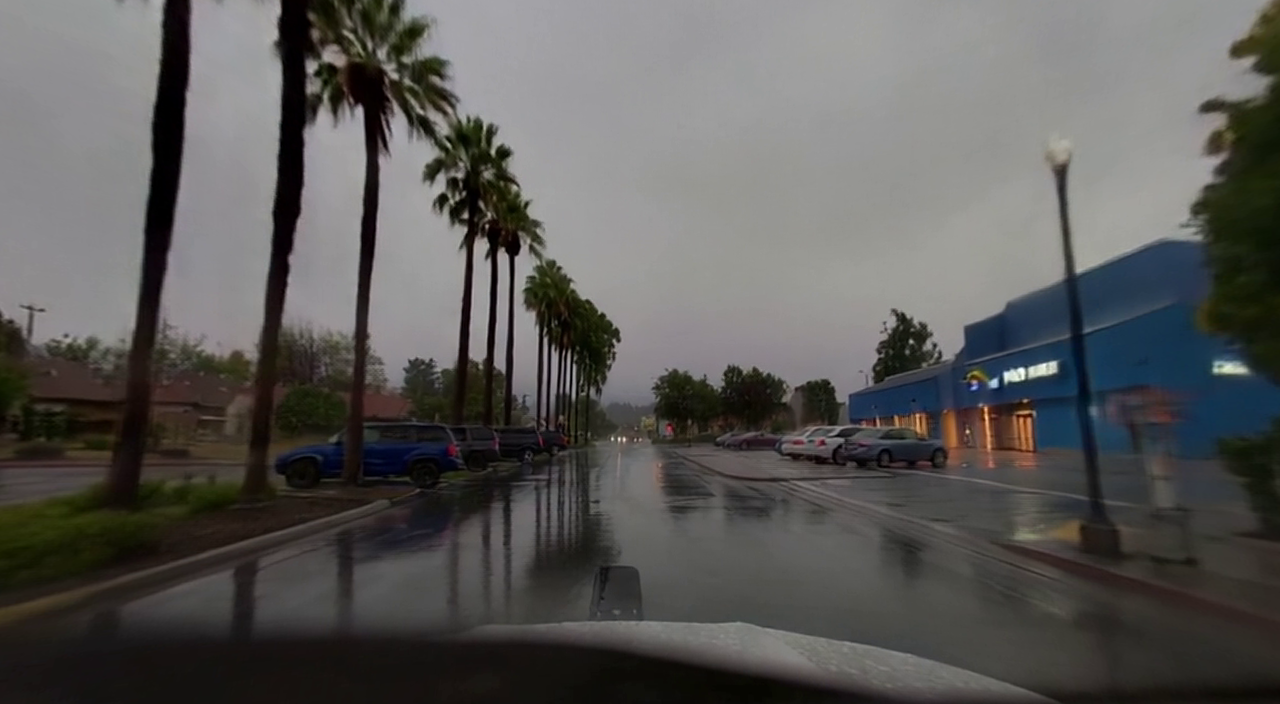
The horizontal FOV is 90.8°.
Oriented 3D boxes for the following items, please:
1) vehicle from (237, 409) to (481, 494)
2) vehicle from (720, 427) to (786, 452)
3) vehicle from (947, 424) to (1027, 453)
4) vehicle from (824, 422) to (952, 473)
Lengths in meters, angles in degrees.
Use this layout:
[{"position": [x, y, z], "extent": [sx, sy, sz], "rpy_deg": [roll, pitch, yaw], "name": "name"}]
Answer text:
[{"position": [-6.940, 2.482, 15.912], "extent": [5.210, 1.834, 2.281], "rpy_deg": [5, -10, -30], "name": "vehicle"}, {"position": [8.806, 6.868, 49.257], "extent": [4.758, 1.759, 2.068], "rpy_deg": [6, -11, -28], "name": "vehicle"}, {"position": [21.340, 5.341, 38.940], "extent": [4.120, 1.659, 1.894], "rpy_deg": [-5, -10, 28], "name": "vehicle"}, {"position": [9.453, 3.620, 24.058], "extent": [4.509, 1.759, 2.077], "rpy_deg": [5, -10, -30], "name": "vehicle"}]
